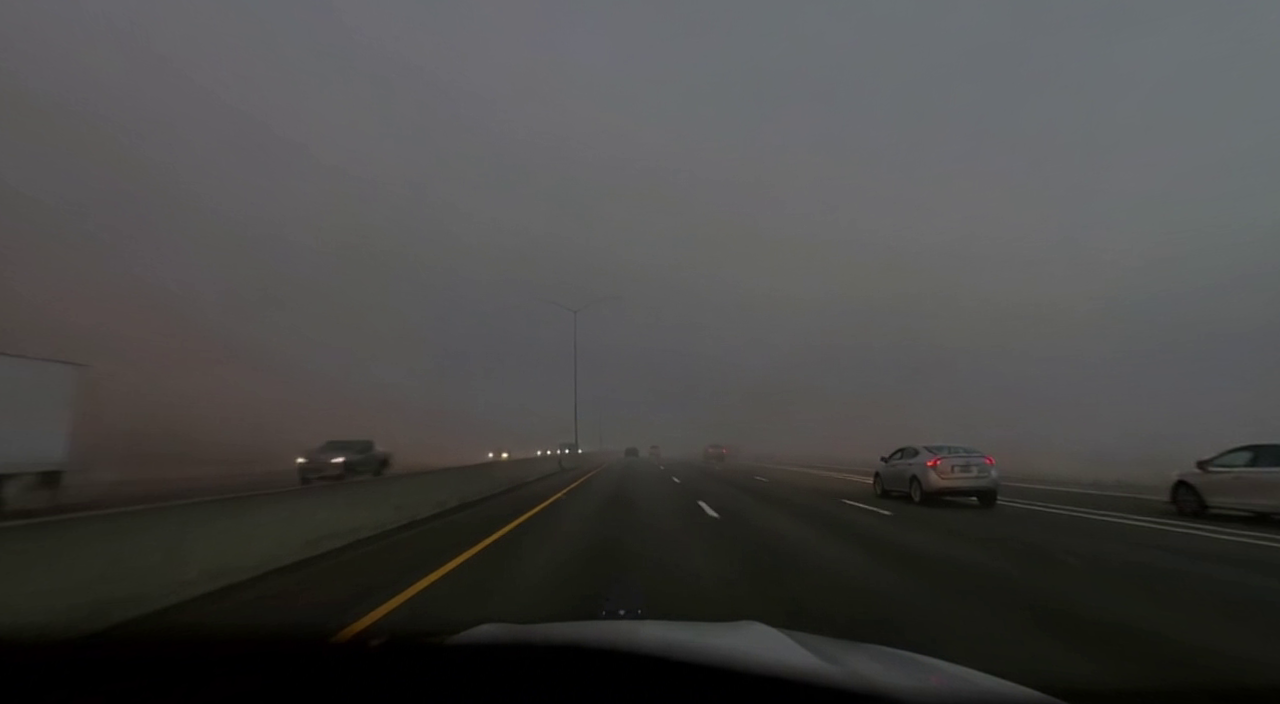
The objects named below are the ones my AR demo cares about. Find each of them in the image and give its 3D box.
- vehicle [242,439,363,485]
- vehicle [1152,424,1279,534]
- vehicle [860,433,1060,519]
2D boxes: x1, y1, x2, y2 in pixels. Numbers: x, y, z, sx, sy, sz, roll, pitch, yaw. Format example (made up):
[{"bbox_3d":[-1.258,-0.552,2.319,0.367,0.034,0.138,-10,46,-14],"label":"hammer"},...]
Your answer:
[{"bbox_3d":[-13.572,4.443,25.874,2.009,1.650,5.269,0,-9,0],"label":"vehicle"},{"bbox_3d":[10.879,1.950,9.870,2.068,1.680,4.361,-1,-8,1],"label":"vehicle"},{"bbox_3d":[6.691,2.629,13.961,1.901,1.548,4.684,0,-9,-1],"label":"vehicle"}]
